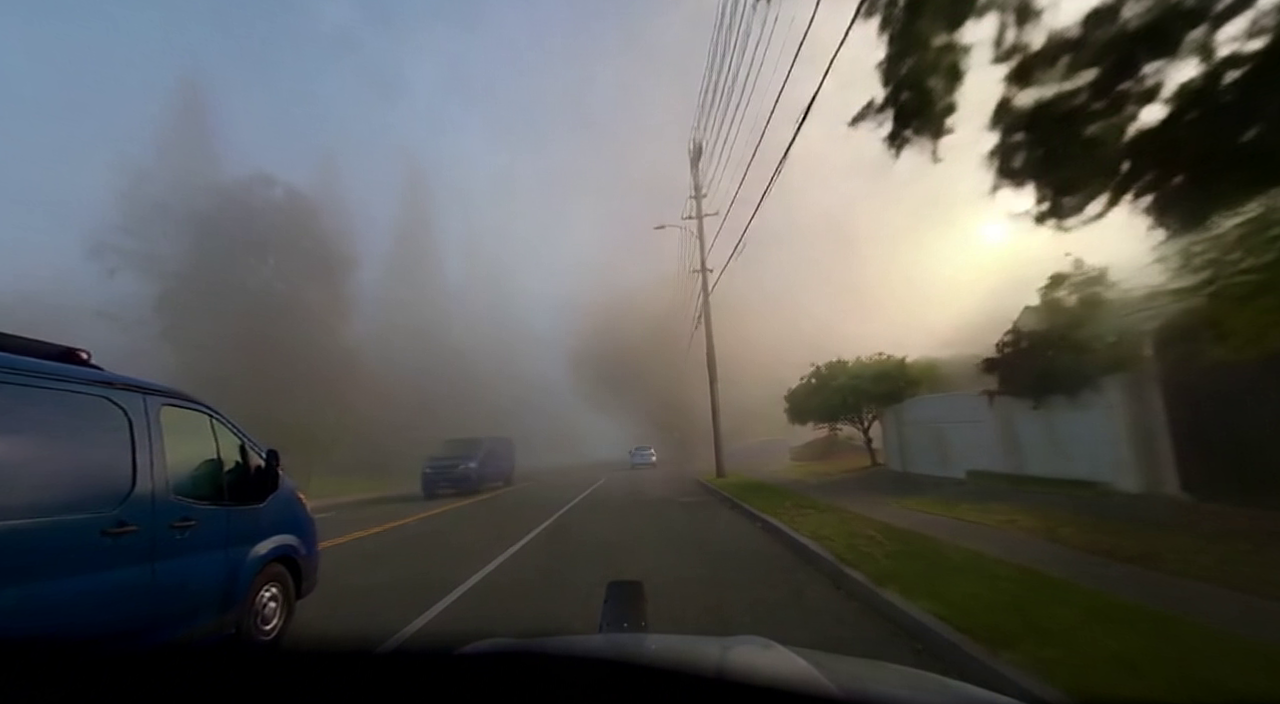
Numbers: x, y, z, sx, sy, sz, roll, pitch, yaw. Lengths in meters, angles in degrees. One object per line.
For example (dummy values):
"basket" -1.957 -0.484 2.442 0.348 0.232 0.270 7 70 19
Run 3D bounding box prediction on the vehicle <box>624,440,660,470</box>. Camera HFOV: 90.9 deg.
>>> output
"vehicle" 0.133 6.404 39.350 2.120 1.718 3.909 0 -9 1

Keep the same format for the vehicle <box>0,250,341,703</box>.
"vehicle" -3.625 0.648 2.074 2.336 2.152 5.866 0 -9 1

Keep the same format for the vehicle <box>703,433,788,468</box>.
"vehicle" 6.778 6.280 40.318 5.012 1.711 2.457 -7 -8 15

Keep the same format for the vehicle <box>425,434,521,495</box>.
"vehicle" -6.605 4.511 25.693 2.333 2.165 5.436 -1 -9 1

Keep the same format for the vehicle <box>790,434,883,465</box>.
"vehicle" 10.324 5.152 33.349 4.295 1.505 1.918 -1 -8 1
